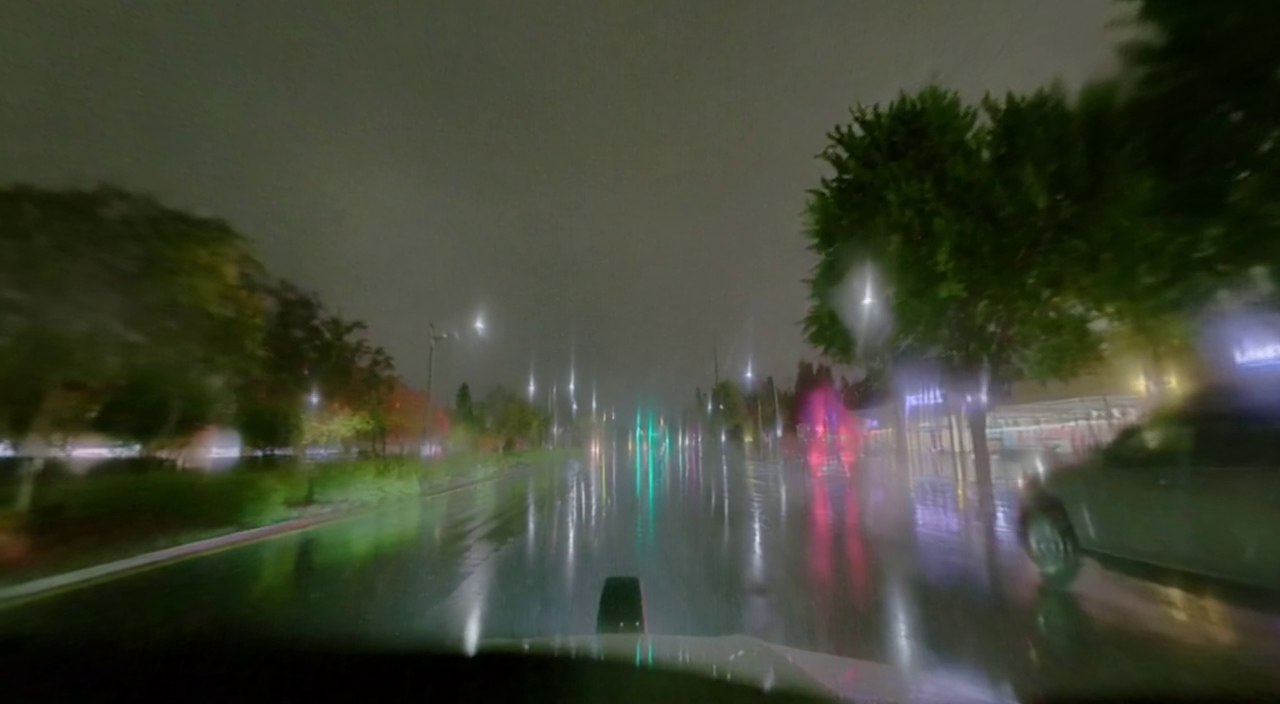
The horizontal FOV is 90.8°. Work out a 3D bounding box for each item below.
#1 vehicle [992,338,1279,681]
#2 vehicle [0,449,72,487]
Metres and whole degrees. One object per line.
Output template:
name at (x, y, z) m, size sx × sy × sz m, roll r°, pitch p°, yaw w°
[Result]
vehicle at (4.782, 0.949, 3.910) m, size 2.185 × 1.956 × 5.128 m, roll 0°, pitch -8°, yaw 0°
vehicle at (-29.313, 5.494, 30.343) m, size 1.814 × 1.653 × 4.409 m, roll 4°, pitch -9°, yaw -27°
